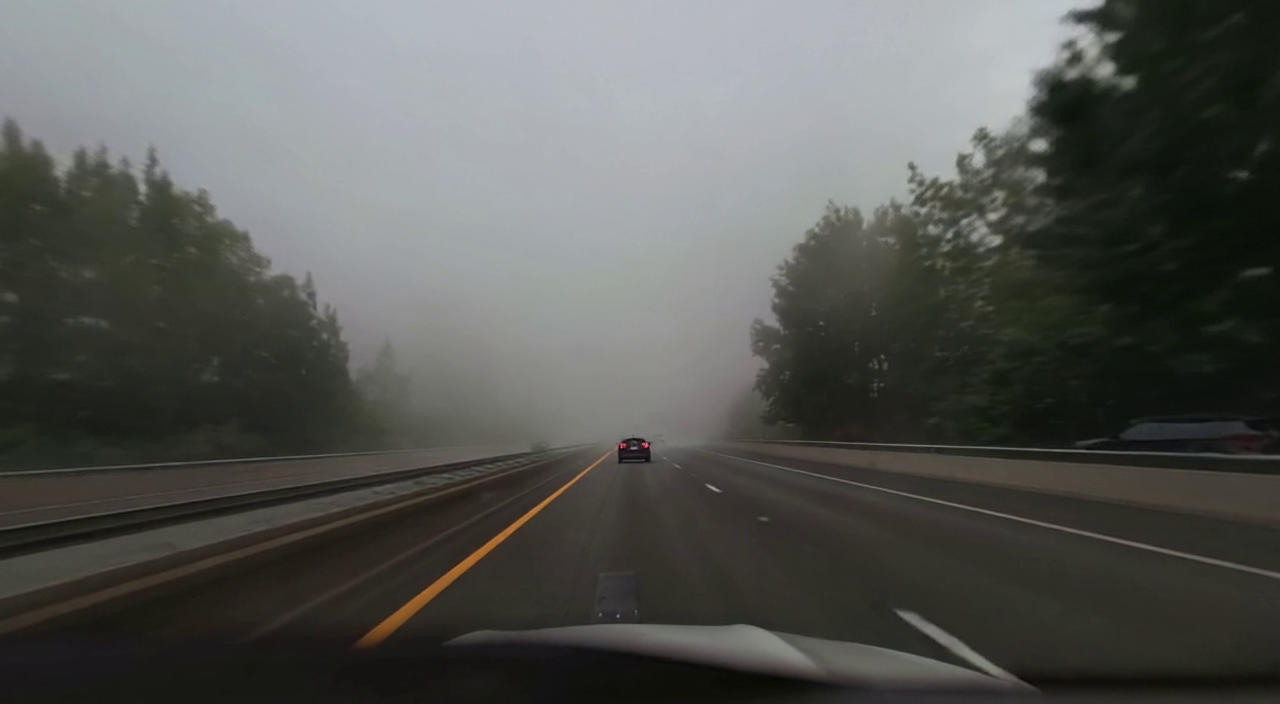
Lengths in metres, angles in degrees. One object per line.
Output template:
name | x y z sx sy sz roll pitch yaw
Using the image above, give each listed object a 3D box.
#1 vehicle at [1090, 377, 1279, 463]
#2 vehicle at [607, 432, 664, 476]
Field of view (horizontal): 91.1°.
vehicle | 31.547 3.690 33.410 2.988 4.062 14.442 0 -8 -8
vehicle | -0.181 3.698 23.167 1.897 1.479 3.724 0 -8 -1
